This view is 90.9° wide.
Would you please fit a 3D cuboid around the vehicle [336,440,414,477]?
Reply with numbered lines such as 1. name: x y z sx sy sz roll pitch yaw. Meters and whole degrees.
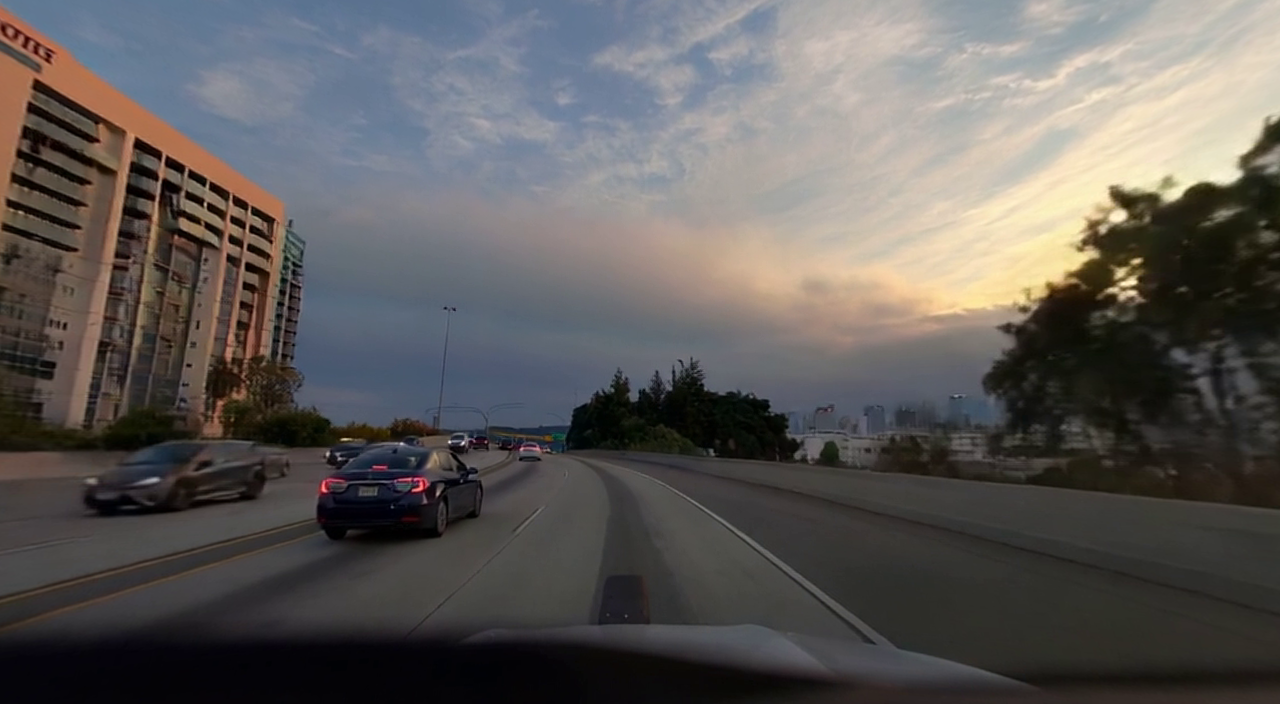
1. vehicle: -11.826 4.761 28.478 1.957 1.514 4.528 0 -9 -5

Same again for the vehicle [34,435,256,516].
1. vehicle: -10.916 2.715 14.382 1.897 1.538 4.033 0 -9 -3
